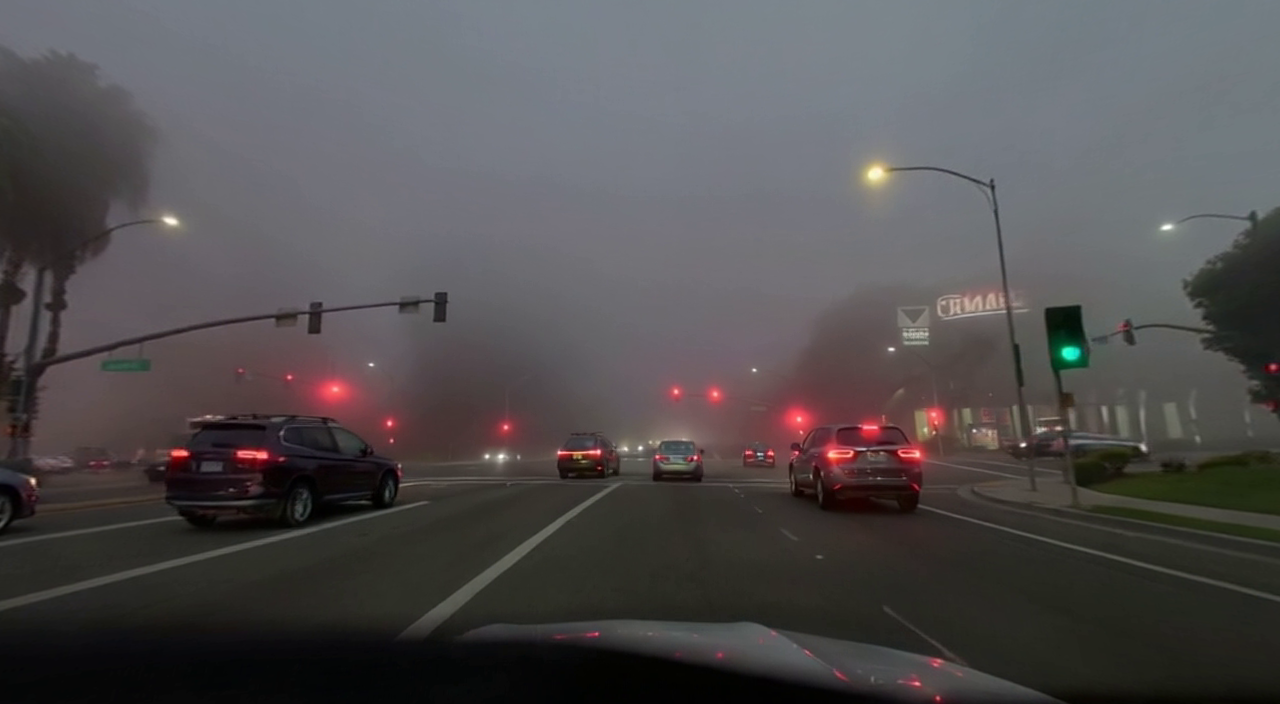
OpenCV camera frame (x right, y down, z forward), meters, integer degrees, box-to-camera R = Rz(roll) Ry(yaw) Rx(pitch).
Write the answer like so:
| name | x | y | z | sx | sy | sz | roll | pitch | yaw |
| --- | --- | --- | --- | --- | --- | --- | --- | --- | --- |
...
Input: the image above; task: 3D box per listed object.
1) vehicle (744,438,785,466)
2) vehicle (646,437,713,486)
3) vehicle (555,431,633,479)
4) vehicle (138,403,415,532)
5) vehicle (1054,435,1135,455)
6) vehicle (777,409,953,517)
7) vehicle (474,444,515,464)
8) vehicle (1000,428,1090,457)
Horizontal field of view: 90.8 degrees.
| name | x | y | z | sx | sy | sz | roll | pitch | yaw |
| --- | --- | --- | --- | --- | --- | --- | --- | --- | --- |
| vehicle | 7.253 | 5.836 | 37.196 | 2.149 | 1.532 | 4.168 | -1 | -8 | 9 |
| vehicle | 1.443 | 3.687 | 21.612 | 2.057 | 1.492 | 3.825 | -1 | -8 | 7 |
| vehicle | -1.728 | 4.142 | 25.648 | 2.088 | 1.746 | 4.650 | -1 | -8 | 10 |
| vehicle | -6.251 | 2.048 | 11.762 | 2.127 | 1.888 | 4.637 | -1 | -8 | 4 |
| vehicle | 34.483 | 7.067 | 48.029 | 4.517 | 1.491 | 1.858 | -2 | -8 | 10 |
| vehicle | 4.628 | 2.387 | 14.078 | 2.267 | 1.931 | 5.145 | -1 | -8 | 3 |
| vehicle | -10.800 | 7.492 | 46.624 | 1.918 | 1.443 | 4.612 | 4 | -9 | -26 |
| vehicle | 27.318 | 6.160 | 42.723 | 4.557 | 1.848 | 2.008 | -2 | -9 | 11 |
